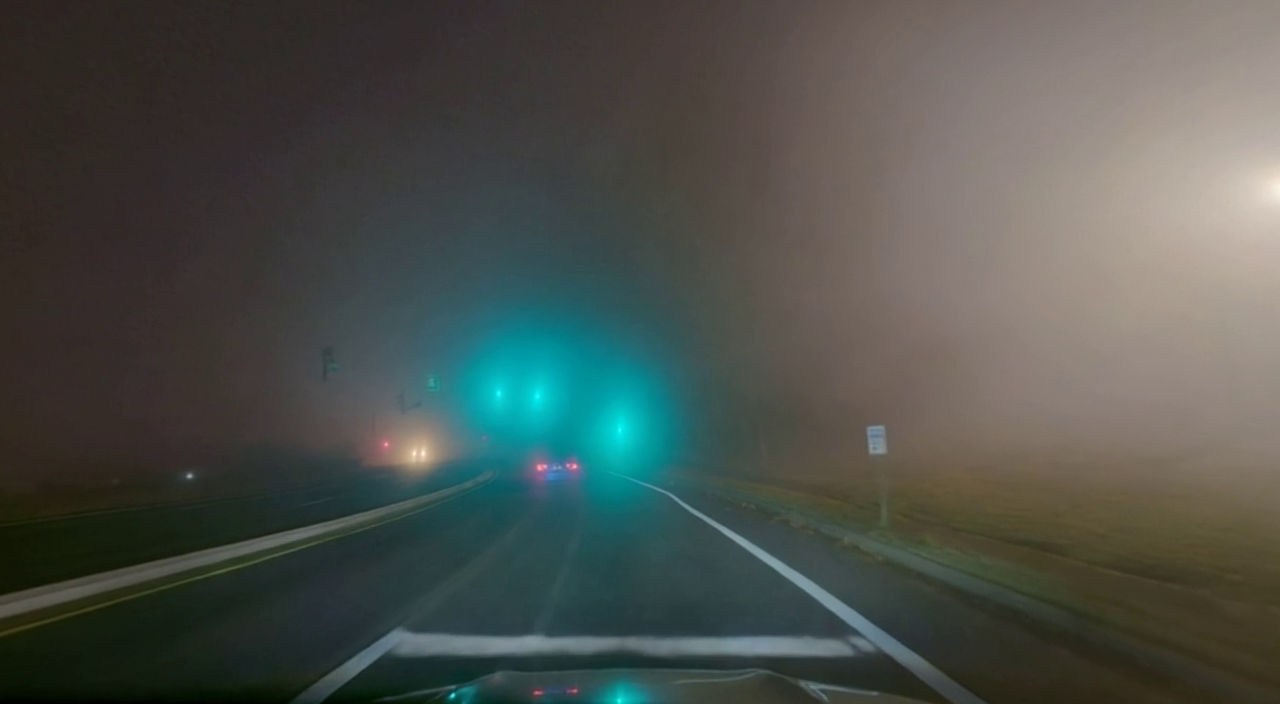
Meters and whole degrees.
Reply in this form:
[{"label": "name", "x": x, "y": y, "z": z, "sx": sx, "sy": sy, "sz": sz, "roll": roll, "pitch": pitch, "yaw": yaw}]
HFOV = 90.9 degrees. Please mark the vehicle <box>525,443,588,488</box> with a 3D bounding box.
[{"label": "vehicle", "x": -3.260, "y": 4.241, "z": 23.958, "sx": 2.148, "sy": 1.521, "sz": 4.089, "roll": 1, "pitch": -8, "yaw": -10}]
